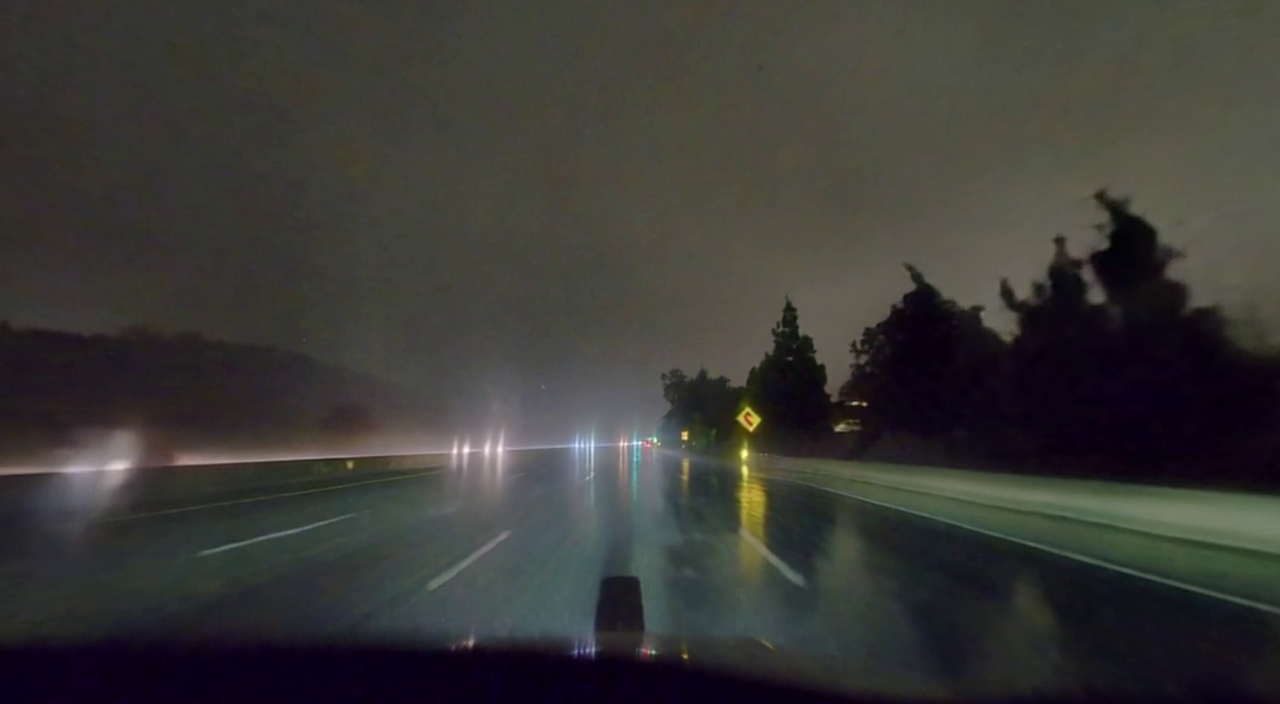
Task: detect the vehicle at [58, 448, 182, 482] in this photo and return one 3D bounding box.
[{"bbox_3d":[-25.149,5.473,30.818,1.914,1.490,4.796,0,-8,1],"label":"vehicle"}]
